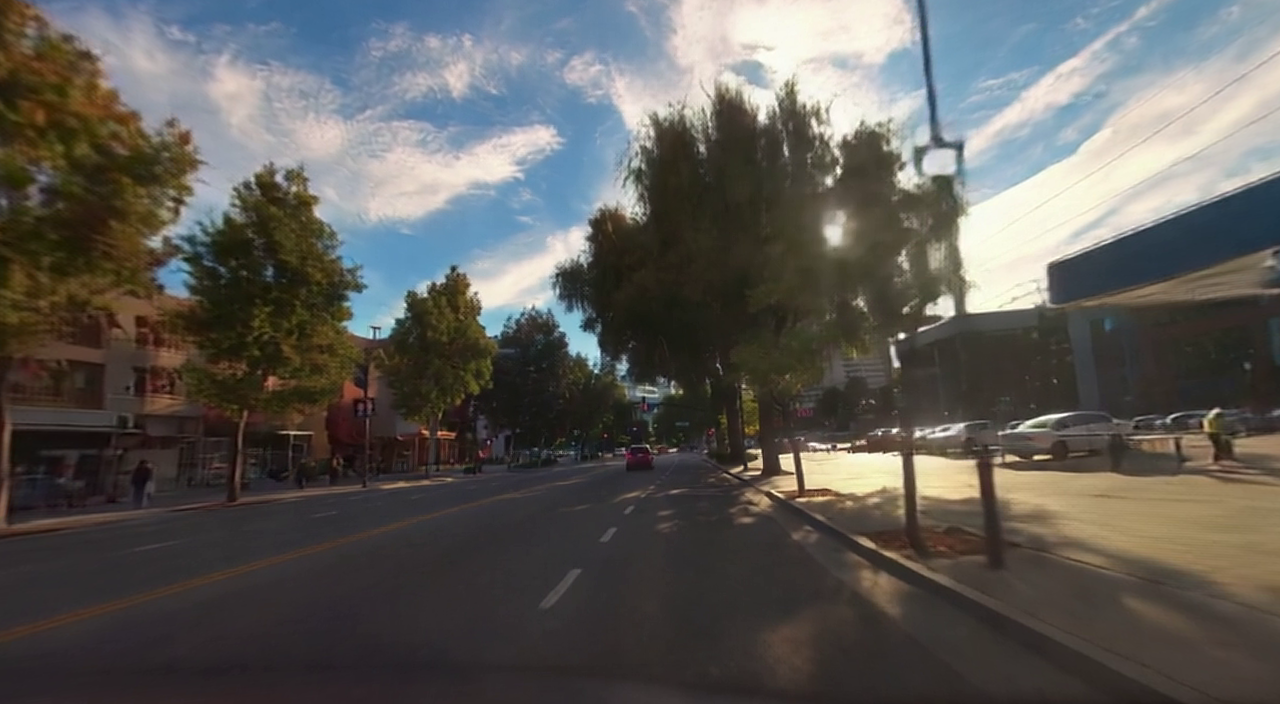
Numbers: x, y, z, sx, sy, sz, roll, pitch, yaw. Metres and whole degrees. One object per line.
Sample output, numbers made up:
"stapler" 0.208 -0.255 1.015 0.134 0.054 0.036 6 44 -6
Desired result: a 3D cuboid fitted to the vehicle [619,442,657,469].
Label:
"vehicle" -0.077 6.996 42.795 2.101 1.721 4.364 -1 -9 5
